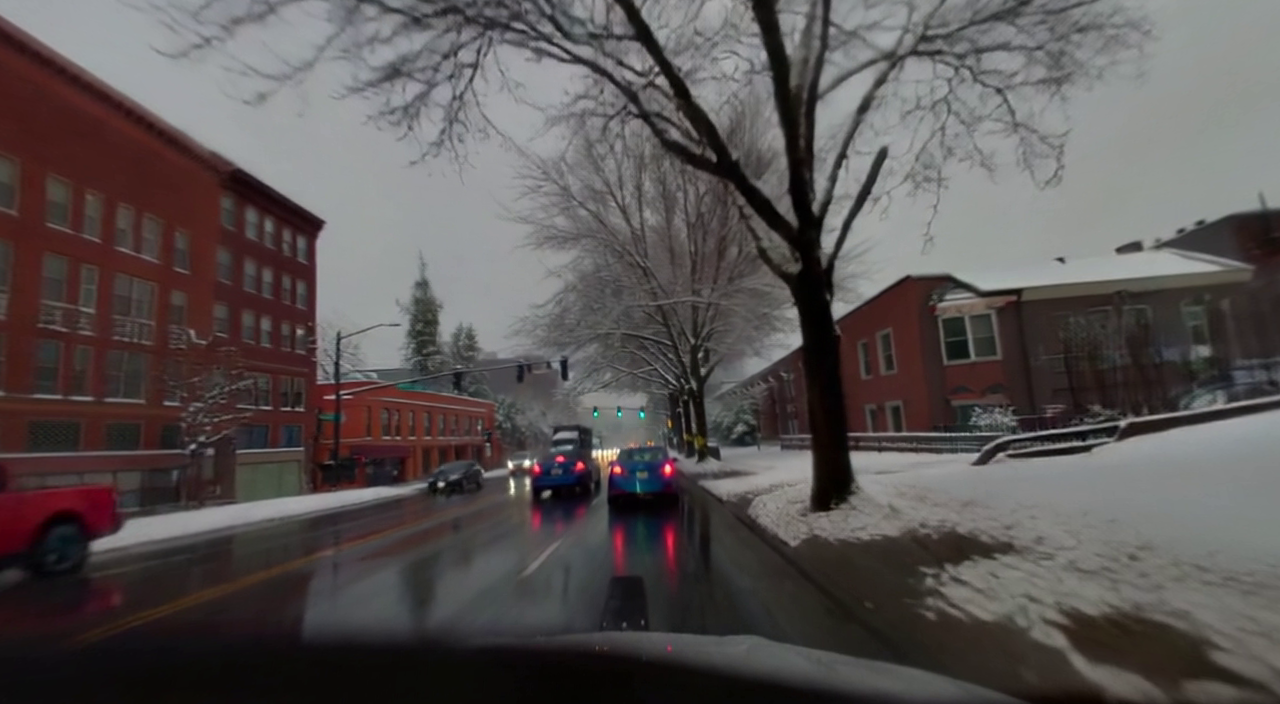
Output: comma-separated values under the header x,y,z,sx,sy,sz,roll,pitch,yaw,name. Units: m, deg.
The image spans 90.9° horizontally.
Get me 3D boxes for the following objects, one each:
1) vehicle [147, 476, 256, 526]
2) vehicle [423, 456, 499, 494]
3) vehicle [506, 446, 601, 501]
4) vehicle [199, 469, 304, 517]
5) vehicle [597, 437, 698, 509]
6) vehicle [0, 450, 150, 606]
x,y,z,sx,sy,sz,roll,pitch,yaw,name
-17.329,5.789,24.836,4.584,1.504,2.124,-7,-10,38,vehicle
-8.392,5.773,29.987,2.118,1.473,4.642,-3,-9,2,vehicle
-2.415,3.547,18.980,2.099,1.424,4.843,0,-8,1,vehicle
-16.979,6.167,27.567,4.266,1.486,1.907,-13,-15,25,vehicle
0.179,2.807,15.087,2.094,1.478,3.922,0,-9,1,vehicle
-8.536,2.119,7.438,1.931,1.803,4.420,-2,-8,0,vehicle
